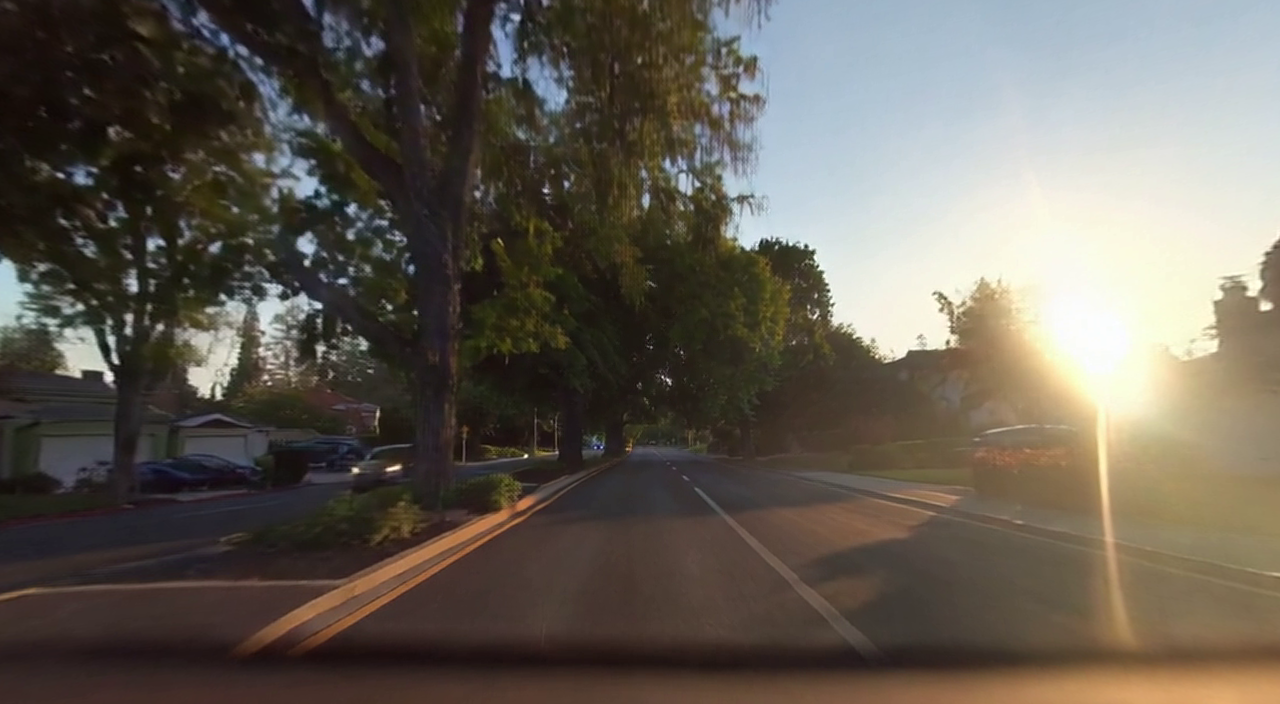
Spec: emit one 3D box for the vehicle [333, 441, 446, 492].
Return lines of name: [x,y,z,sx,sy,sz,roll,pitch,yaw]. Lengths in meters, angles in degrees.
vehicle: [-8.415,3.856,21.663,2.044,1.548,4.284,0,-8,1]
